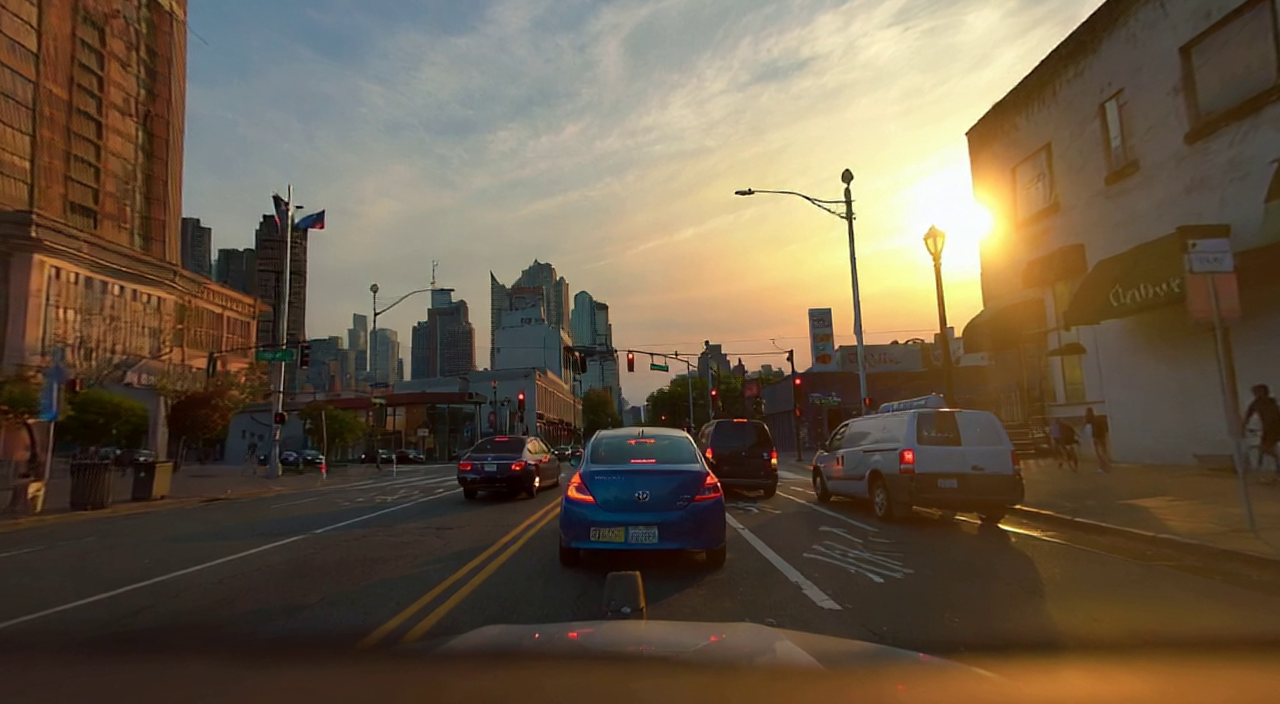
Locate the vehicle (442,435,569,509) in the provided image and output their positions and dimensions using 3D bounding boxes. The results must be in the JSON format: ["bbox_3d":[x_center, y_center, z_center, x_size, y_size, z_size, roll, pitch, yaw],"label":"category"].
[{"bbox_3d":[-2.966,2.751,14.963,2.039,1.452,4.489,0,-9,0],"label":"vehicle"}]

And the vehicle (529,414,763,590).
[{"bbox_3d":[0.037,1.651,7.726,2.091,1.557,4.000,0,-9,0],"label":"vehicle"}]

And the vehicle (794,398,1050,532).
[{"bbox_3d":[4.504,1.911,11.154,2.142,1.829,4.767,0,-9,-2],"label":"vehicle"}]
